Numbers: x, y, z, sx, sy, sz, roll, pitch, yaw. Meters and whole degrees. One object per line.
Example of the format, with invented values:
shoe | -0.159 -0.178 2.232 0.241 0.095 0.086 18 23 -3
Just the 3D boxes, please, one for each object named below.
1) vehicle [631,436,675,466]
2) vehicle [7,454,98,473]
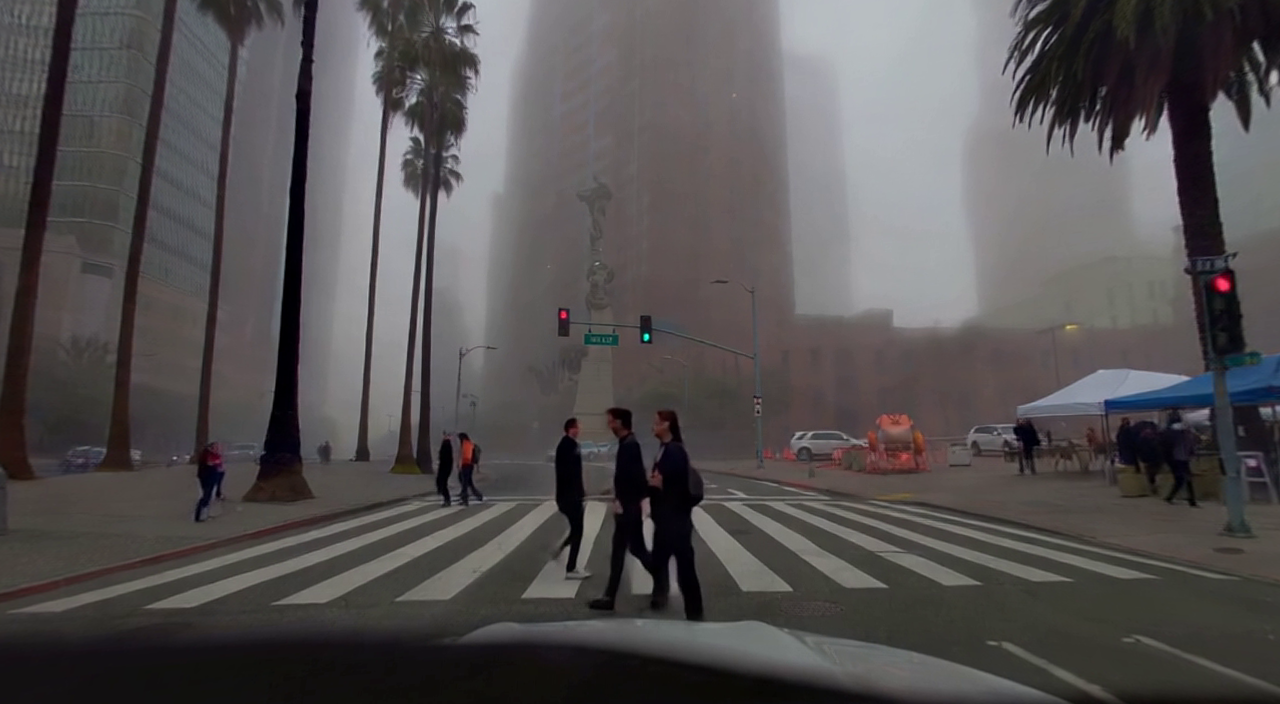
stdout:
vehicle | 0.893 7.262 46.546 2.322 2.071 5.366 1 -9 -9
vehicle | -45.939 8.711 49.570 2.121 1.294 5.167 0 -8 1
